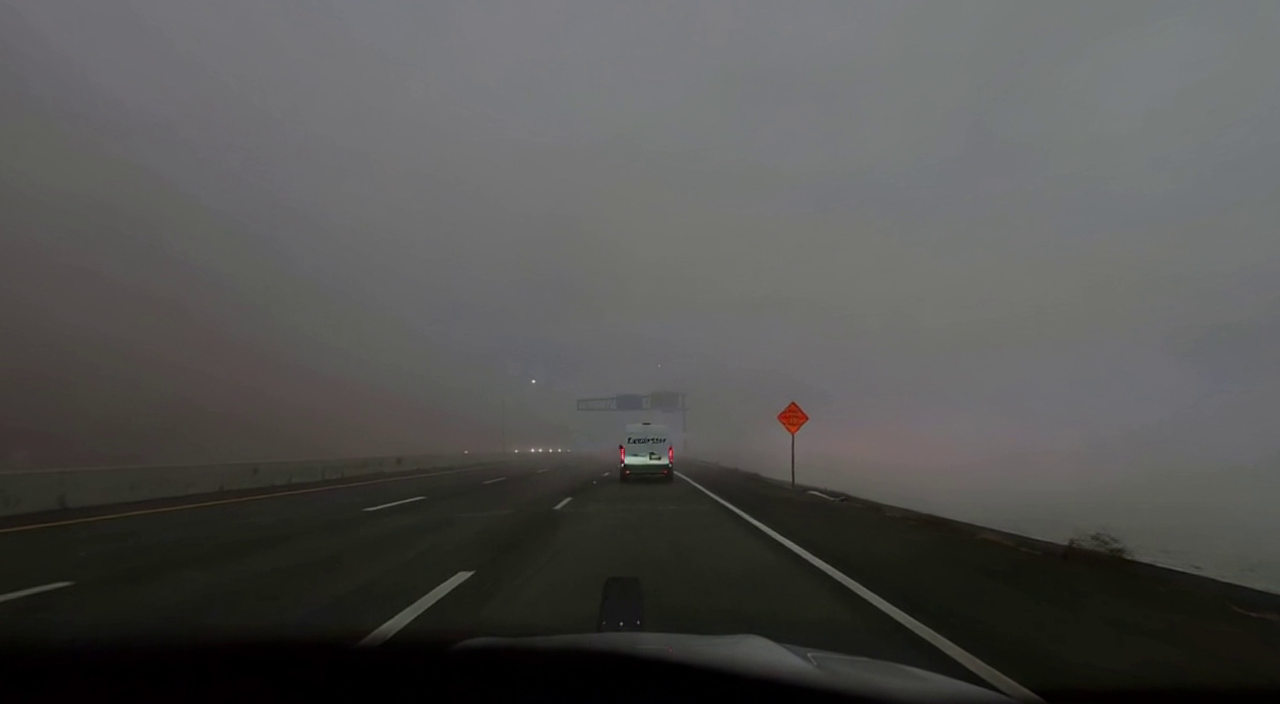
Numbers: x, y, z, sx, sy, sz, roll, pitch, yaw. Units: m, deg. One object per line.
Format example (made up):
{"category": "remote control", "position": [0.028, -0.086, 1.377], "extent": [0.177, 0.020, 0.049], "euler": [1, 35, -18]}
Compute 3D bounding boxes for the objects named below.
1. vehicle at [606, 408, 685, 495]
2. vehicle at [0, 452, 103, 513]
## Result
{"category": "vehicle", "position": [0.073, 3.368, 21.498], "extent": [2.332, 2.558, 5.314], "euler": [0, -9, -2]}
{"category": "vehicle", "position": [-15.759, 3.198, 15.640], "extent": [1.685, 1.402, 3.585], "euler": [0, -9, 0]}
